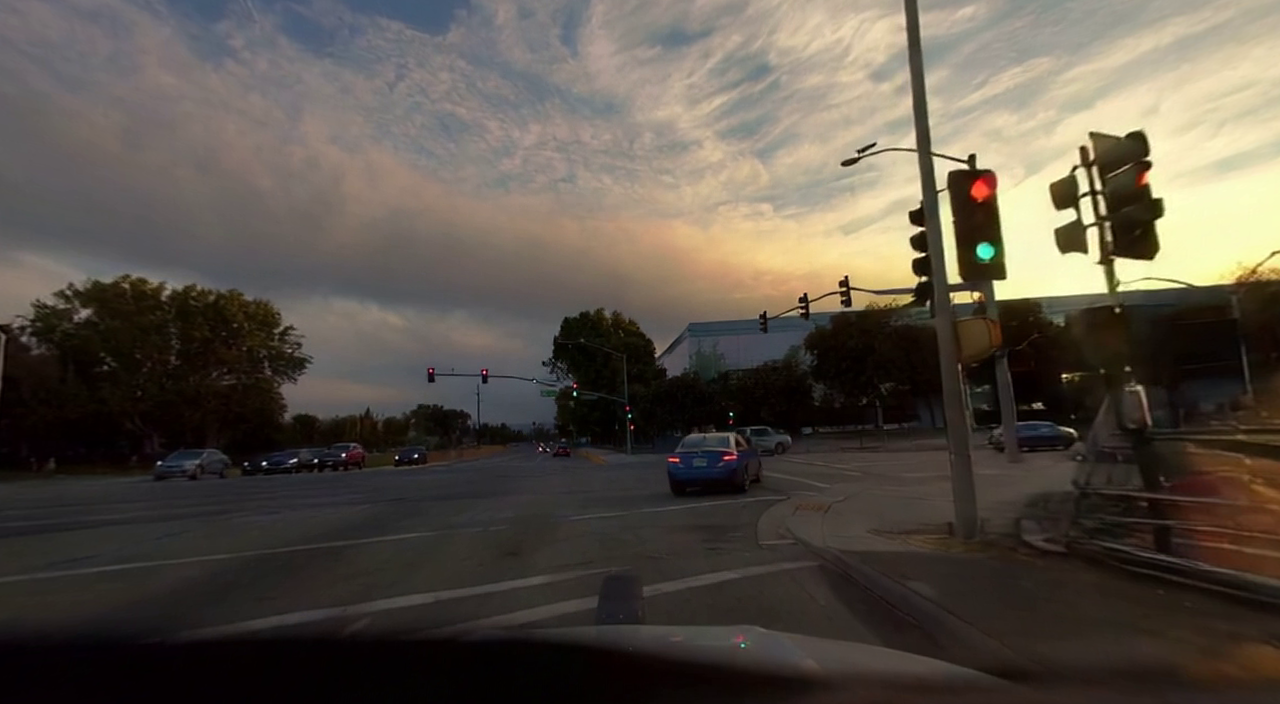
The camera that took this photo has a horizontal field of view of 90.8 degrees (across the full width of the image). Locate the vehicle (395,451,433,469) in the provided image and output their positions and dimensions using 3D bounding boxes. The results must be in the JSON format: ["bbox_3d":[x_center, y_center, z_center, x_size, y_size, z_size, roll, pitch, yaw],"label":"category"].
[{"bbox_3d":[-17.831,8.516,49.997,1.870,1.344,4.321,1,-9,-6],"label":"vehicle"}]

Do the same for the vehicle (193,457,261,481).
[{"bbox_3d":[-27.919,7.873,42.890,2.024,1.448,4.478,1,-9,-7],"label":"vehicle"}]

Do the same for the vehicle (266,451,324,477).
[{"bbox_3d":[-24.457,7.909,44.923,2.081,1.670,4.376,1,-9,-8],"label":"vehicle"}]

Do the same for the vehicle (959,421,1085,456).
[{"bbox_3d":[17.346,3.959,28.887,4.467,1.477,1.873,-2,-8,8],"label":"vehicle"}]

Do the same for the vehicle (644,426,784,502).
[{"bbox_3d":[1.916,2.595,15.002,2.183,1.506,4.286,-4,-9,22],"label":"vehicle"}]

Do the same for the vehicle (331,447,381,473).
[{"bbox_3d":[-21.193,8.048,47.301,2.101,1.759,4.619,1,-9,-8],"label":"vehicle"}]

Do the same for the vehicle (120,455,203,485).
[{"bbox_3d":[-30.763,7.589,40.845,2.142,1.723,4.692,1,-9,-8],"label":"vehicle"}]
